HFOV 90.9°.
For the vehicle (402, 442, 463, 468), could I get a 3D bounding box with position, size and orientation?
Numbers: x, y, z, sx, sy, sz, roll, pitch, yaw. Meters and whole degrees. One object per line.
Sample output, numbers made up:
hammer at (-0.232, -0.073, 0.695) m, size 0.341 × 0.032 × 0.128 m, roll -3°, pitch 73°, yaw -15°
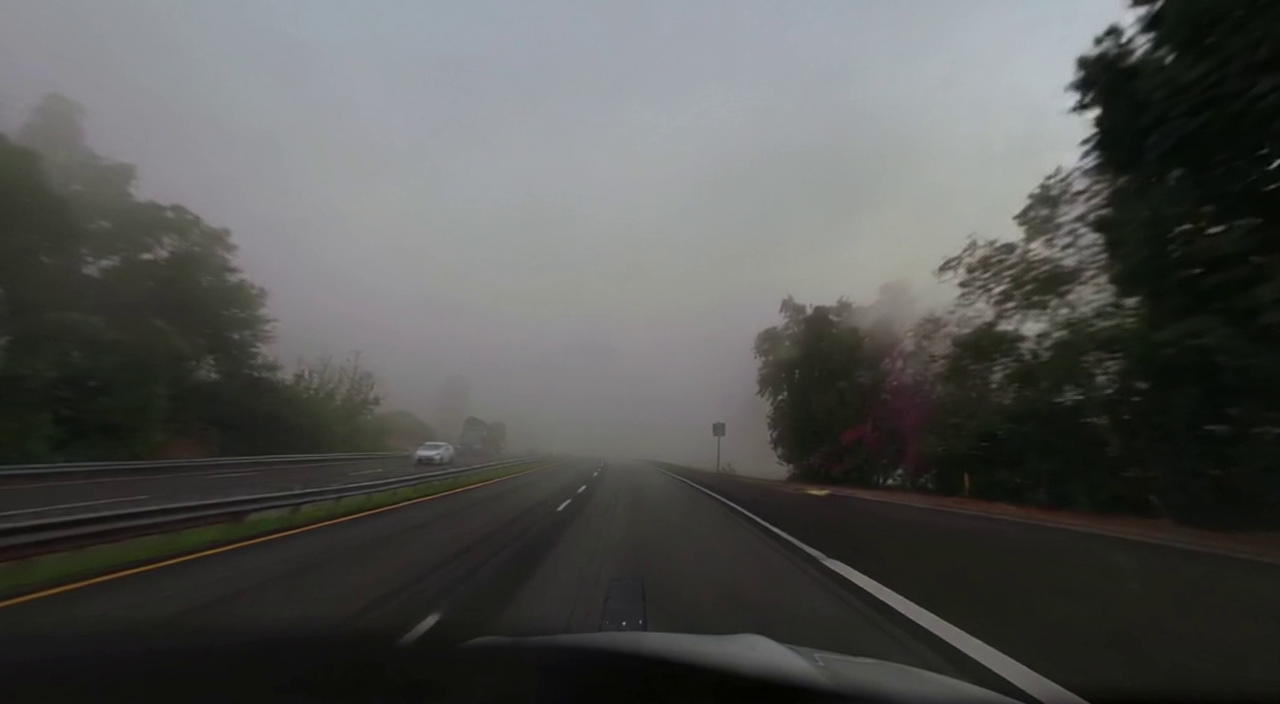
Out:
vehicle at (-12.999, 6.475, 39.714) m, size 2.540 × 1.509 × 4.188 m, roll 0°, pitch -9°, yaw -2°
